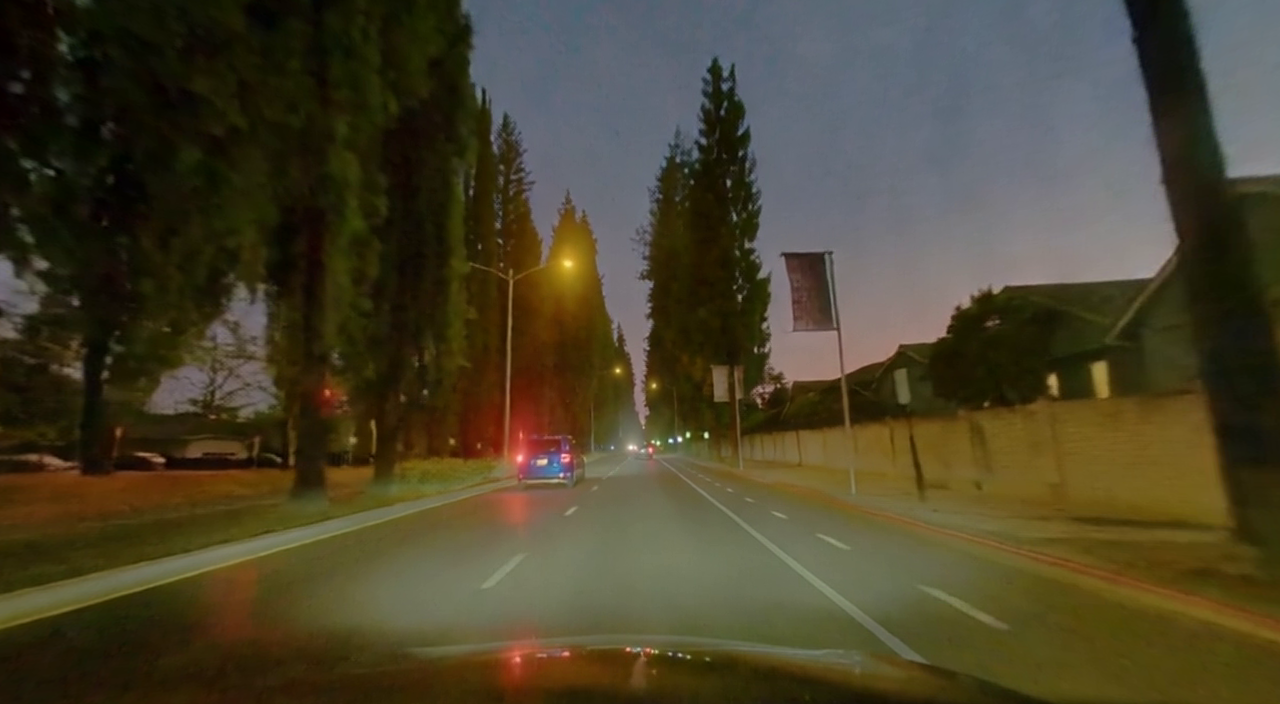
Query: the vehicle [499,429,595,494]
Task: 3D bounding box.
[{"bbox_3d":[-2.853,3.532,20.541,2.281,1.837,4.845,0,-9,1],"label":"vehicle"}]
